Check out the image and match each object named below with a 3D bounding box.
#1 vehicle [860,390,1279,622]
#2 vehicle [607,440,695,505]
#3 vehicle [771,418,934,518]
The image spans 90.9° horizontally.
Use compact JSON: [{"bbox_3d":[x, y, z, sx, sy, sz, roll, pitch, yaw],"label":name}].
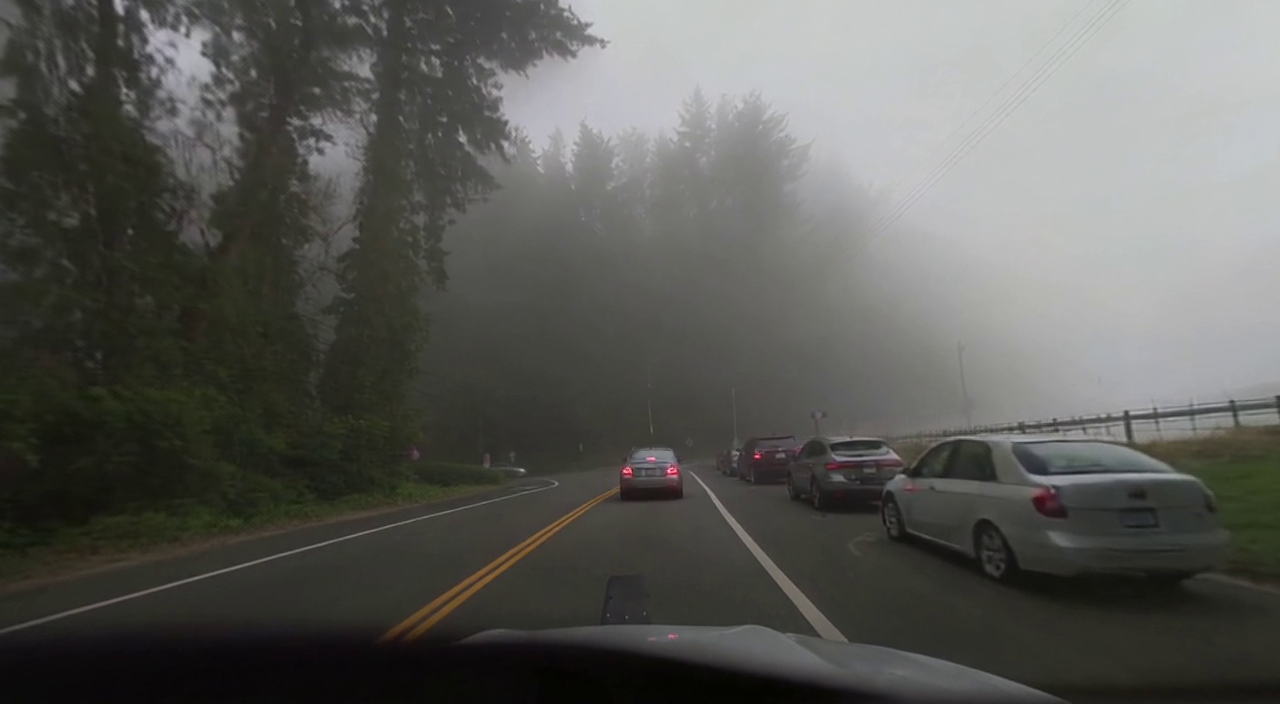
[{"bbox_3d":[4.248,1.489,7.074,1.969,1.738,4.515,0,-8,1],"label":"vehicle"},{"bbox_3d":[0.310,3.158,16.975,2.078,1.521,4.058,0,-8,2],"label":"vehicle"},{"bbox_3d":[4.390,2.469,13.930,2.093,1.822,4.483,0,-8,1],"label":"vehicle"}]
